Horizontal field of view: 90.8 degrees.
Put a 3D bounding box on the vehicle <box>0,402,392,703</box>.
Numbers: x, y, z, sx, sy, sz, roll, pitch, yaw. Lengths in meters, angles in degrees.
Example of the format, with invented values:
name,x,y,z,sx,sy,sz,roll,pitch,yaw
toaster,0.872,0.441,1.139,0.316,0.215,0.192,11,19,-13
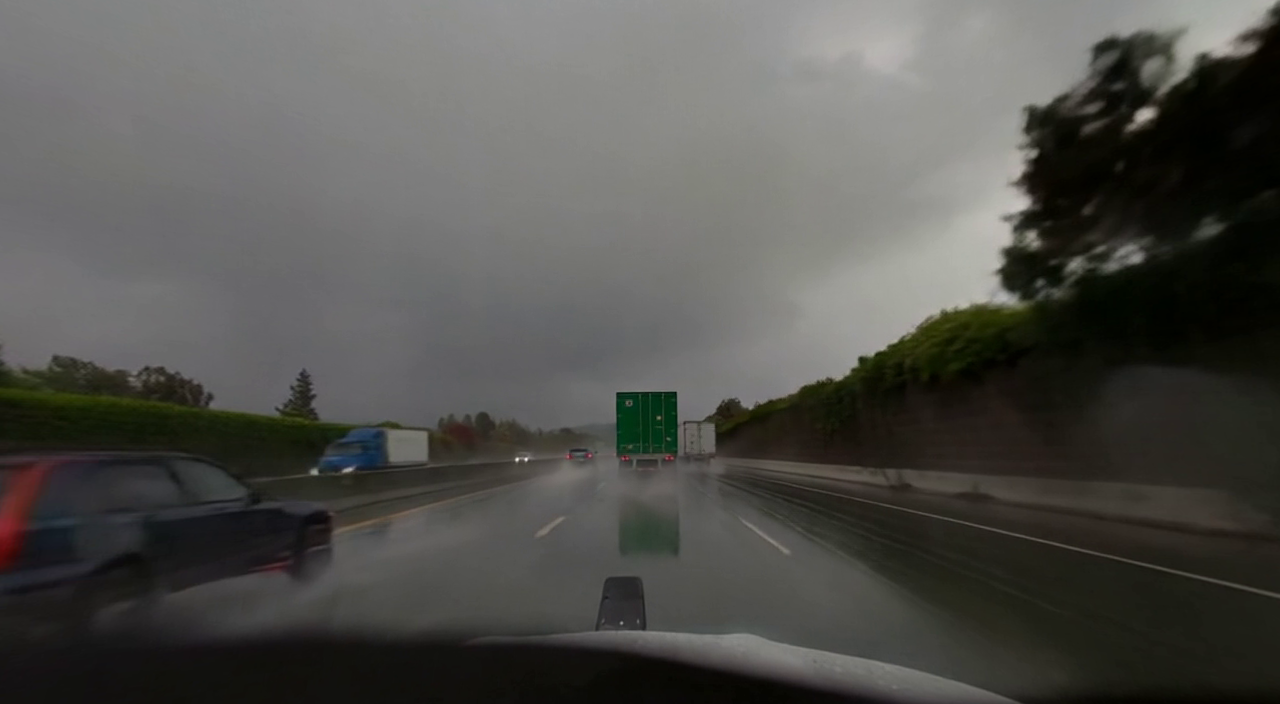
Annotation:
name,x,y,z,sx,sy,sz,roll,pitch,yaw
vehicle,-3.736,1.293,4.732,2.050,1.517,3.996,0,-9,1

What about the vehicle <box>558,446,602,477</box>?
name,x,y,z,sx,sy,sz,roll,pitch,yaw
vehicle,-3.418,6.354,36.872,2.173,1.657,4.401,0,-9,-1

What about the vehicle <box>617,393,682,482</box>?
name,x,y,z,sx,sy,sz,roll,pitch,yaw
vehicle,0.391,4.753,34.299,2.932,4.042,11.054,0,-9,0
